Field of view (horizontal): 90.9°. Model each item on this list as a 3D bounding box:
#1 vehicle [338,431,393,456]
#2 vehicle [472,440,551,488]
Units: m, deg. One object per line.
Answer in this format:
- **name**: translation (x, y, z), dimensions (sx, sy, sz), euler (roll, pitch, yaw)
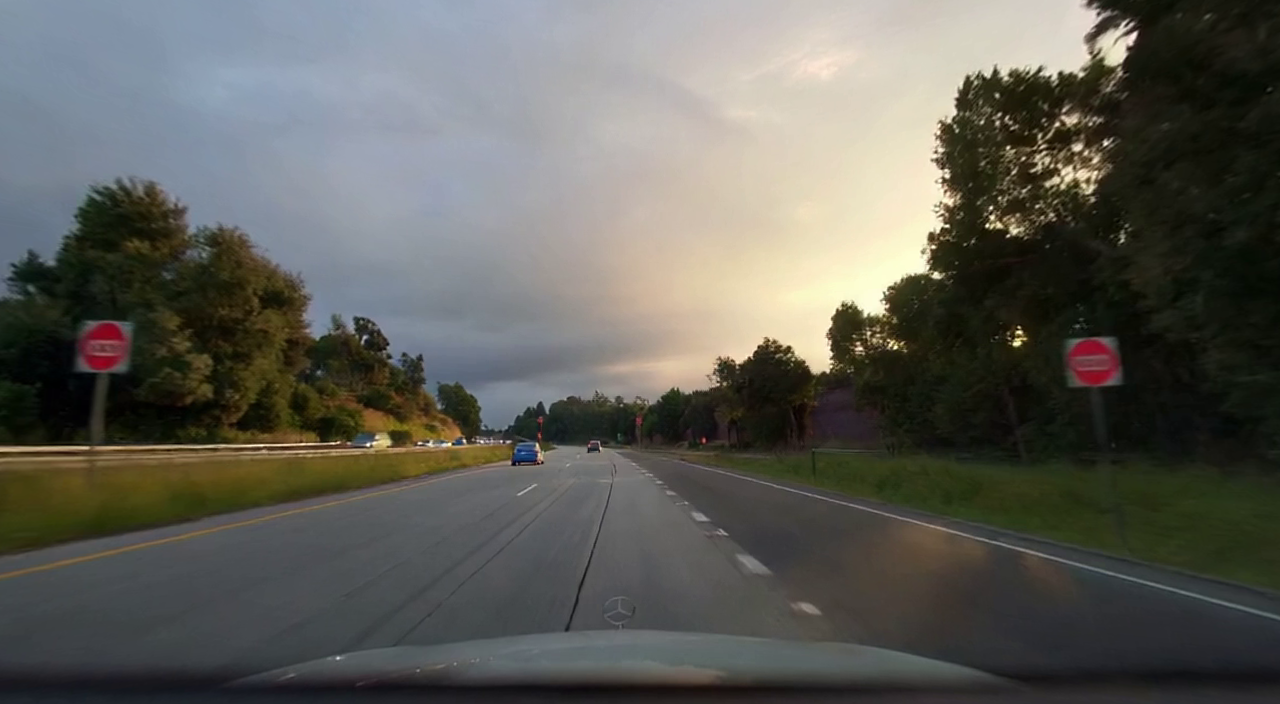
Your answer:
- **vehicle**: translation (-18.486, 6.182, 42.649), dimensions (2.029, 1.579, 4.139), euler (0, -8, -3)
- **vehicle**: translation (-4.024, 3.557, 20.404), dimensions (1.874, 1.369, 3.875), euler (0, -8, -2)
